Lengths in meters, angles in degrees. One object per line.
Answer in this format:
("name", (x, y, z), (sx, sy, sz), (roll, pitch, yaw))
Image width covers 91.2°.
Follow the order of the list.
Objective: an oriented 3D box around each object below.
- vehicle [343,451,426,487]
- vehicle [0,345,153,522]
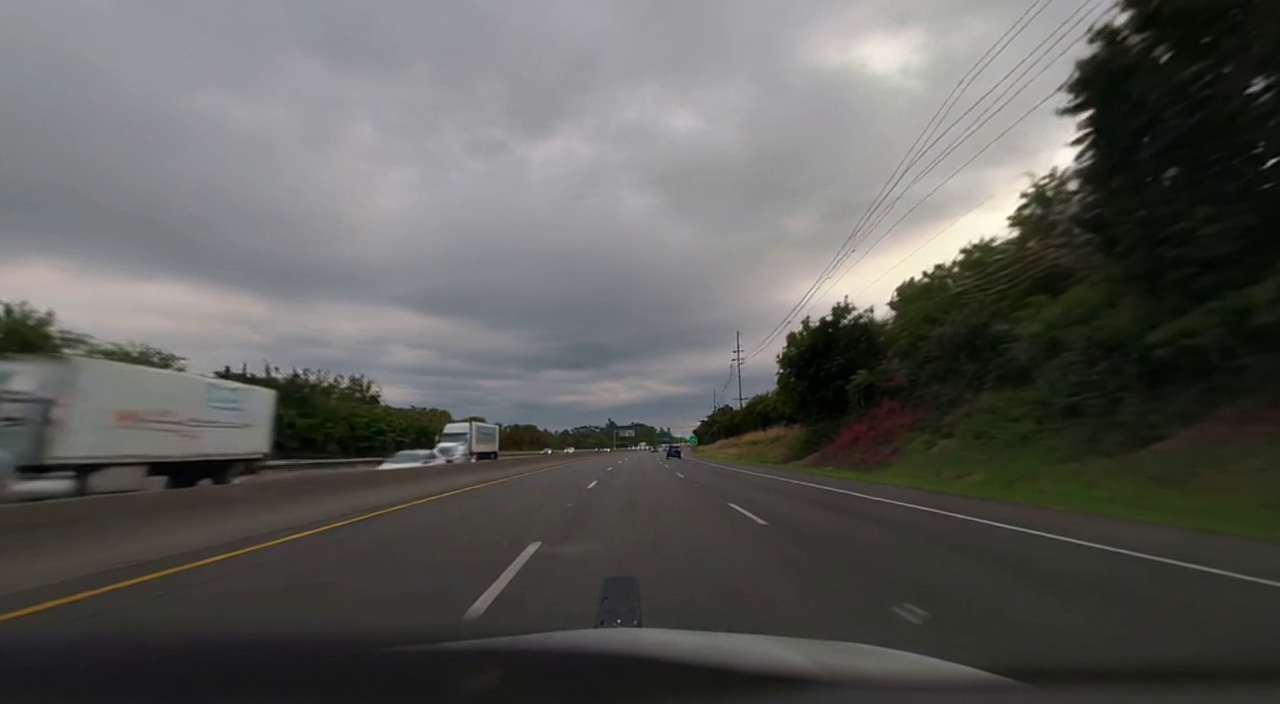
("vehicle", (-11.713, 5.377, 29.116), (1.928, 1.485, 4.694), (0, -9, -1))
("vehicle", (-15.054, 1.873, 14.314), (3.119, 3.694, 5.532), (0, -9, 1))
